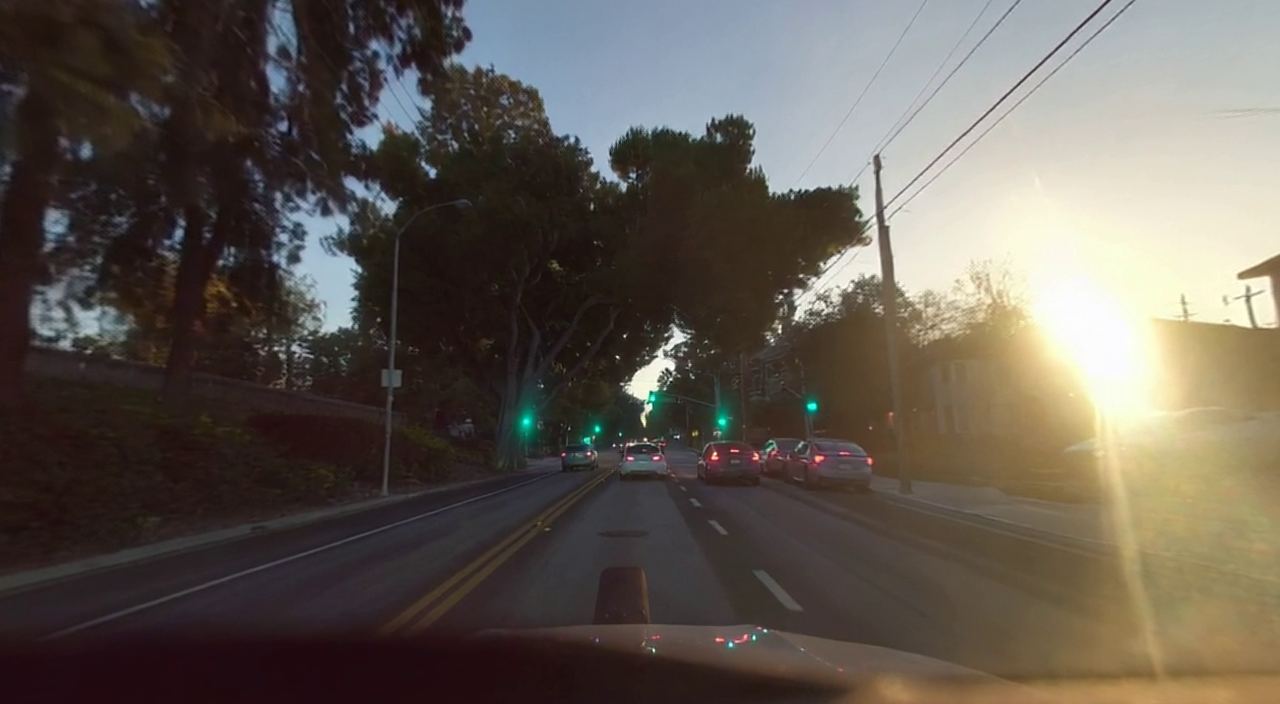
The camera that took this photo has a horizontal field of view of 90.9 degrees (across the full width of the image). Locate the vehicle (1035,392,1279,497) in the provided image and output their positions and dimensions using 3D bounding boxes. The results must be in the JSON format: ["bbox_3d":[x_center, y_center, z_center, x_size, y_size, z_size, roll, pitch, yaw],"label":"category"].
[{"bbox_3d":[13.740,2.233,15.803,5.929,1.970,2.381,-5,-8,-1],"label":"vehicle"}]

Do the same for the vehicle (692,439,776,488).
[{"bbox_3d":[3.094,3.790,21.764,2.158,1.483,4.415,0,-8,-1],"label":"vehicle"}]

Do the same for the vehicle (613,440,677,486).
[{"bbox_3d":[0.172,3.935,22.768,2.101,1.467,4.210,0,-8,0],"label":"vehicle"}]

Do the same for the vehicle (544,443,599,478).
[{"bbox_3d":[-3.123,5.058,29.631,2.012,1.505,4.205,-1,-8,2],"label":"vehicle"}]

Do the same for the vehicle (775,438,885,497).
[{"bbox_3d":[5.840,3.586,20.094,2.011,1.620,4.694,0,-8,0],"label":"vehicle"}]
